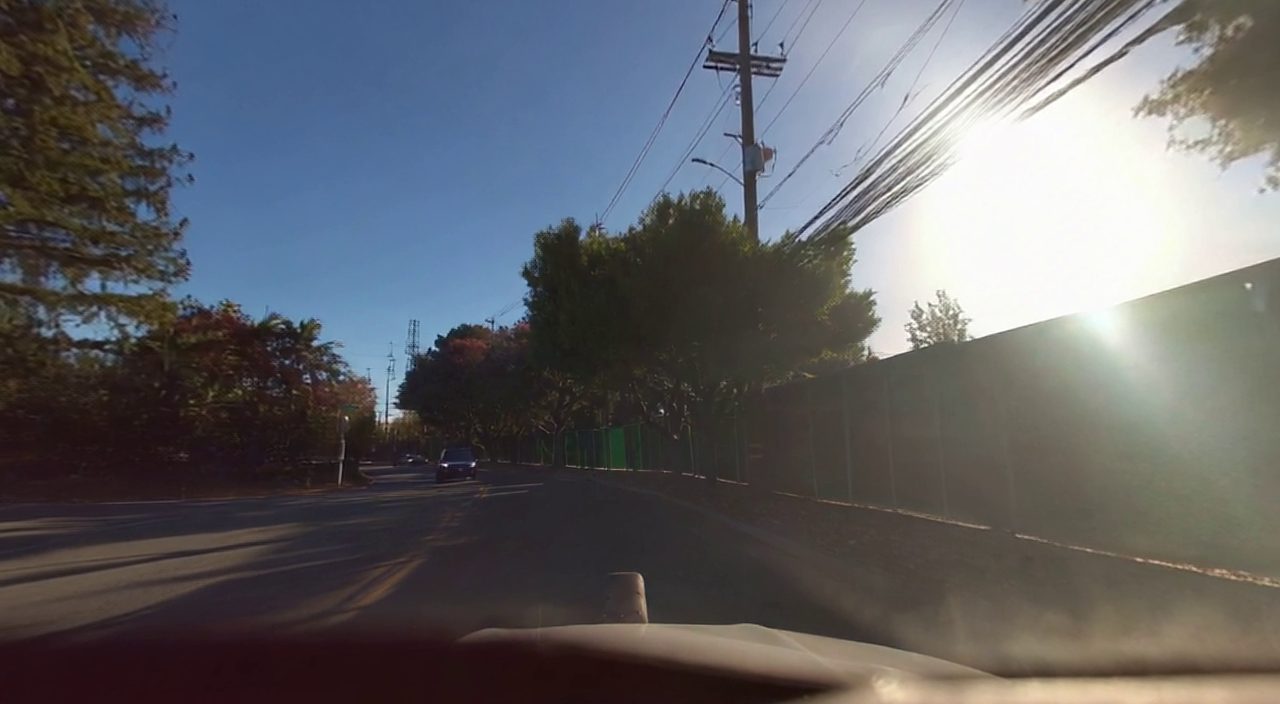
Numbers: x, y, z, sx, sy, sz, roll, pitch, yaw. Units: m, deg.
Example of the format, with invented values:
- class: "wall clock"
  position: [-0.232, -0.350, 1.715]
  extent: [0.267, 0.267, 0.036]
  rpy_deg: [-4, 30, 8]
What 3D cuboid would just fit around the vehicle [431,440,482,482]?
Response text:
- class: "vehicle"
  position: [-9.056, 5.376, 31.471]
  extent: [2.185, 1.901, 4.177]
  rpy_deg: [2, -9, -14]
